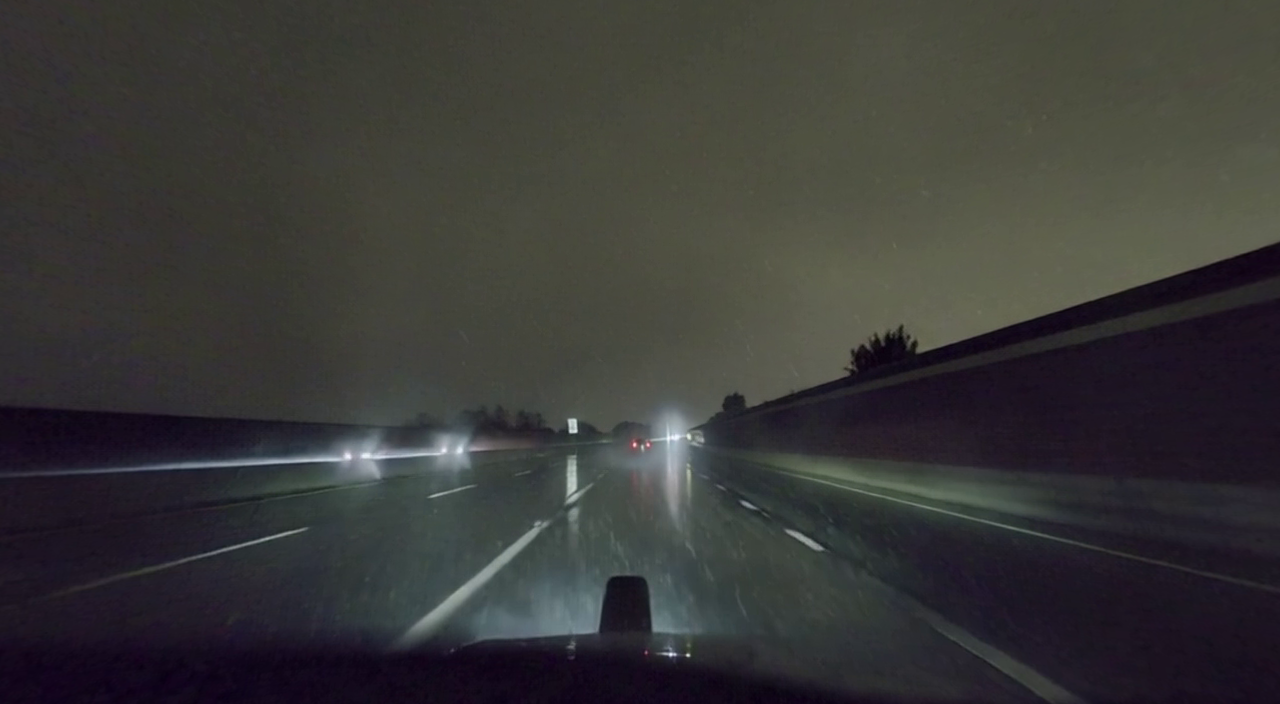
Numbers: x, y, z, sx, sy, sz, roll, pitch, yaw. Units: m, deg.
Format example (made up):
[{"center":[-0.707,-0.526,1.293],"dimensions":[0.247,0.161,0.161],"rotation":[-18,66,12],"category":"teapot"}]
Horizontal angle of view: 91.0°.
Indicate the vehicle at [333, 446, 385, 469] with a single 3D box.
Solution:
[{"center":[-19.224,7.221,43.152],"dimensions":[1.759,1.472,3.823],"rotation":[0,-8,1],"category":"vehicle"}]
